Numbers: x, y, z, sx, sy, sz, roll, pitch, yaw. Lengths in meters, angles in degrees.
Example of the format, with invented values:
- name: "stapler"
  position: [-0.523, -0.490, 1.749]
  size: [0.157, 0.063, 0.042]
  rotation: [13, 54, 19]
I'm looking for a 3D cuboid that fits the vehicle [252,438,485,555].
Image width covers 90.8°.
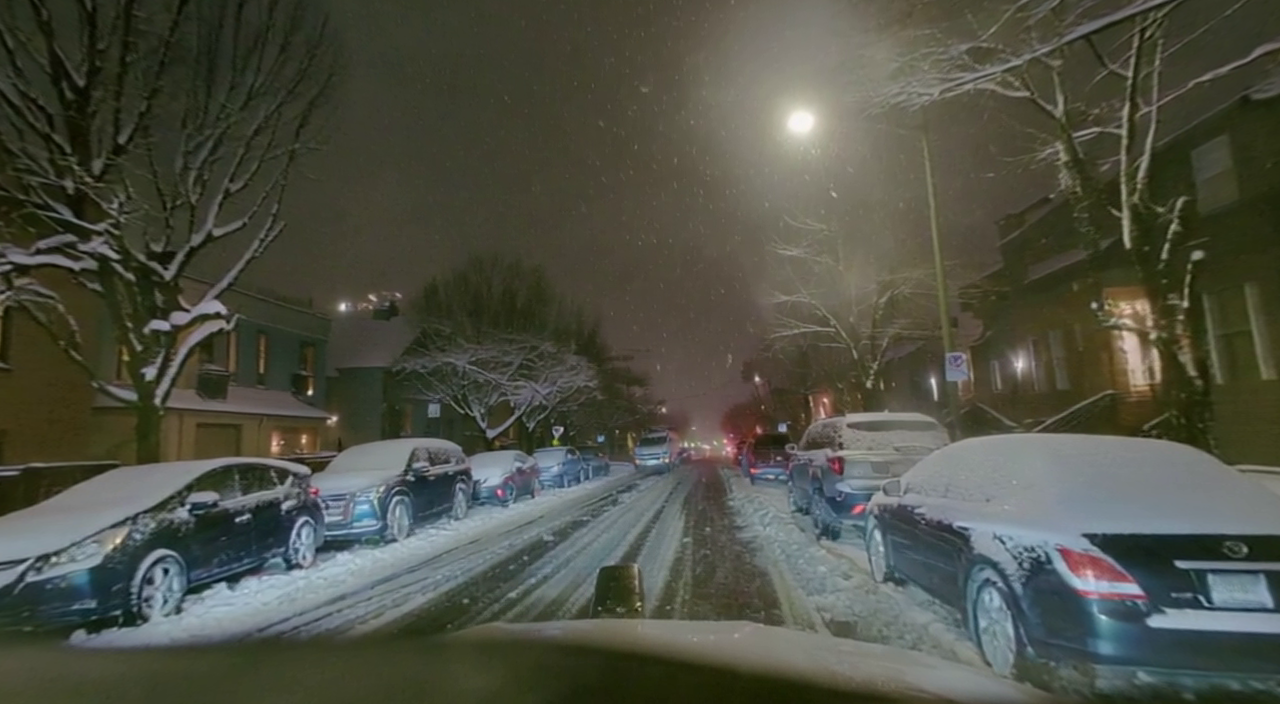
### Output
- name: "vehicle"
  position: [-4.904, 2.644, 12.496]
  size: [2.203, 1.815, 4.972]
  rotation: [-1, -8, 3]

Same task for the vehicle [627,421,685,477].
- name: "vehicle"
  position: [1.078, 5.553, 36.280]
  size: [2.716, 2.887, 6.781]
  rotation: [-1, -9, 6]

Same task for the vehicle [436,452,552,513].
- name: "vehicle"
  position: [-4.114, 3.743, 18.677]
  size: [1.861, 1.474, 4.749]
  rotation: [-1, -8, 6]

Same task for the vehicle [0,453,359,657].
- name: "vehicle"
  position: [-5.291, 1.948, 7.238]
  size: [1.855, 1.510, 4.406]
  rotation: [-1, -8, 4]

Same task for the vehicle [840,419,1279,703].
- name: "vehicle"
  position: [3.098, 1.328, 4.758]
  size: [1.992, 1.456, 4.610]
  rotation: [-1, -8, 4]
